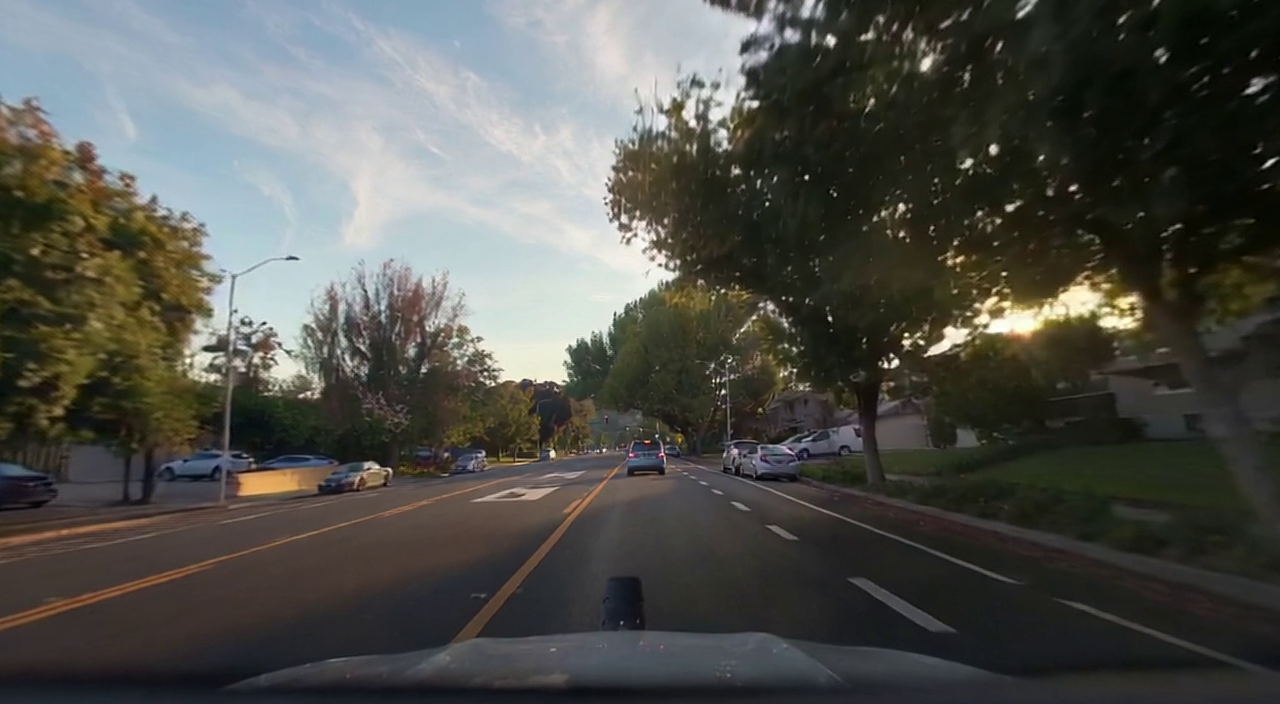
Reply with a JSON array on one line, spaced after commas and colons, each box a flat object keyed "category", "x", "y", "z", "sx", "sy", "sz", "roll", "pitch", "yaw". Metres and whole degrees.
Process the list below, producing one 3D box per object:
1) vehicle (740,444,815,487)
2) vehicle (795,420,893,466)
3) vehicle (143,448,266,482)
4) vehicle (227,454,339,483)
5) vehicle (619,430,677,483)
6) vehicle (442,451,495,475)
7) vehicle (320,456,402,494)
[{"category": "vehicle", "x": 5.135, "y": 4.280, "z": 24.135, "sx": 1.902, "sy": 1.472, "sz": 4.139, "roll": 0, "pitch": -8, "yaw": -1}, {"category": "vehicle", "x": 12.014, "y": 5.377, "z": 37.498, "sx": 4.855, "sy": 2.572, "sz": 2.358, "roll": -1, "pitch": -8, "yaw": -1}, {"category": "vehicle", "x": -24.654, "y": 6.392, "z": 35.921, "sx": 5.278, "sy": 1.780, "sz": 2.246, "roll": 0, "pitch": -8, "yaw": 0}, {"category": "vehicle", "x": -19.025, "y": 6.220, "z": 33.858, "sx": 4.801, "sy": 1.478, "sz": 1.883, "roll": 0, "pitch": -8, "yaw": -2}, {"category": "vehicle", "x": 0.303, "y": 4.235, "z": 25.863, "sx": 2.153, "sy": 1.942, "sz": 4.767, "roll": 0, "pitch": -8, "yaw": 0}, {"category": "vehicle", "x": -12.318, "y": 8.026, "z": 45.803, "sx": 2.192, "sy": 1.541, "sz": 5.391, "roll": 0, "pitch": -8, "yaw": 1}, {"category": "vehicle", "x": -12.198, "y": 5.371, "z": 27.937, "sx": 1.920, "sy": 1.476, "sz": 3.826, "roll": 0, "pitch": -8, "yaw": -1}]
